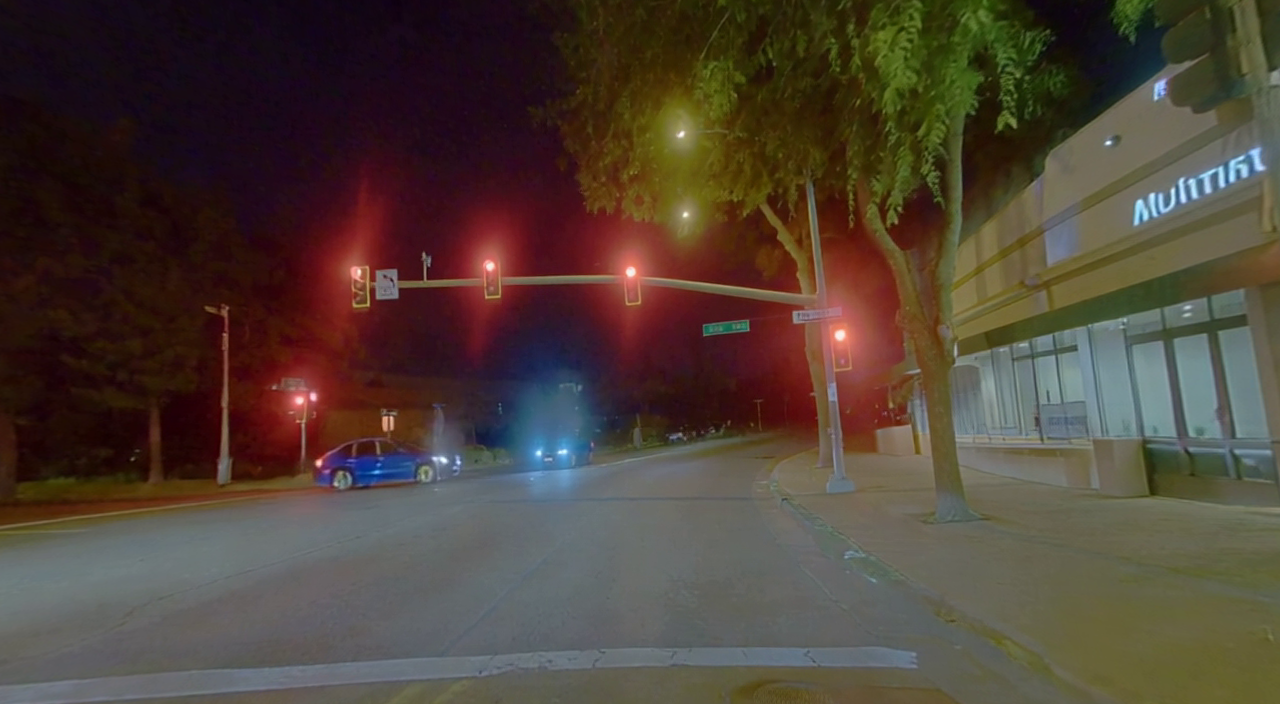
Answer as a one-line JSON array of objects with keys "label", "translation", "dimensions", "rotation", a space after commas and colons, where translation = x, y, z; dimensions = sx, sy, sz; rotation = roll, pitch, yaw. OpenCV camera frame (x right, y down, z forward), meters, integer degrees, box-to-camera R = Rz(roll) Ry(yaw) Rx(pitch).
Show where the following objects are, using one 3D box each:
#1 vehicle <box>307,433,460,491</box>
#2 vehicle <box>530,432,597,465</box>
[{"label": "vehicle", "translation": [-8.865, 3.841, 22.317], "dimensions": [4.715, 1.745, 2.026], "rotation": [0, -9, -14]}, {"label": "vehicle", "translation": [-4.452, 5.752, 37.727], "dimensions": [2.244, 1.792, 4.648], "rotation": [-3, -9, 17]}]
